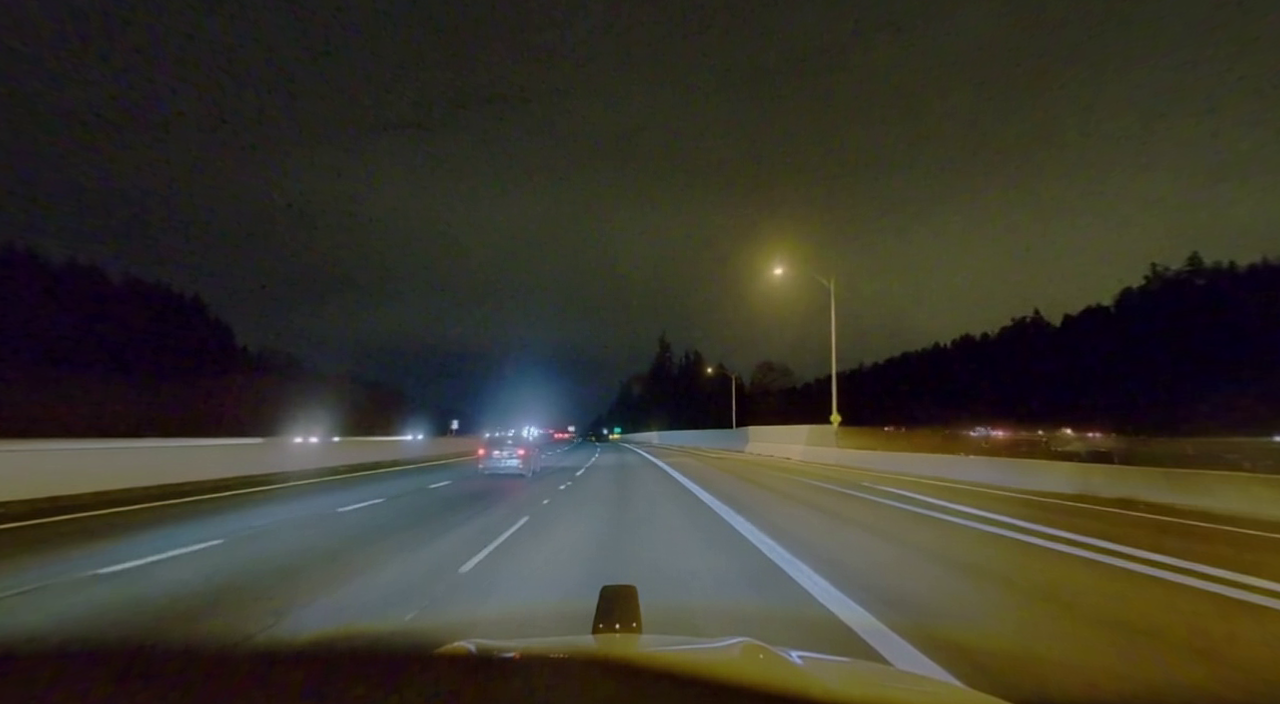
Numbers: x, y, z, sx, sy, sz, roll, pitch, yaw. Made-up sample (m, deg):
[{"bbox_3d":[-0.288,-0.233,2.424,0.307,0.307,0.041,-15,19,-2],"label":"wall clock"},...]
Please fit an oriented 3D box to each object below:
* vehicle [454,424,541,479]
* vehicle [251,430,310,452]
[{"bbox_3d":[-4.365,3.109,19.914,1.878,1.548,3.966,0,-8,-1],"label":"vehicle"},{"bbox_3d":[-24.713,6.123,43.367,1.782,1.475,4.029,0,-8,-1],"label":"vehicle"}]
